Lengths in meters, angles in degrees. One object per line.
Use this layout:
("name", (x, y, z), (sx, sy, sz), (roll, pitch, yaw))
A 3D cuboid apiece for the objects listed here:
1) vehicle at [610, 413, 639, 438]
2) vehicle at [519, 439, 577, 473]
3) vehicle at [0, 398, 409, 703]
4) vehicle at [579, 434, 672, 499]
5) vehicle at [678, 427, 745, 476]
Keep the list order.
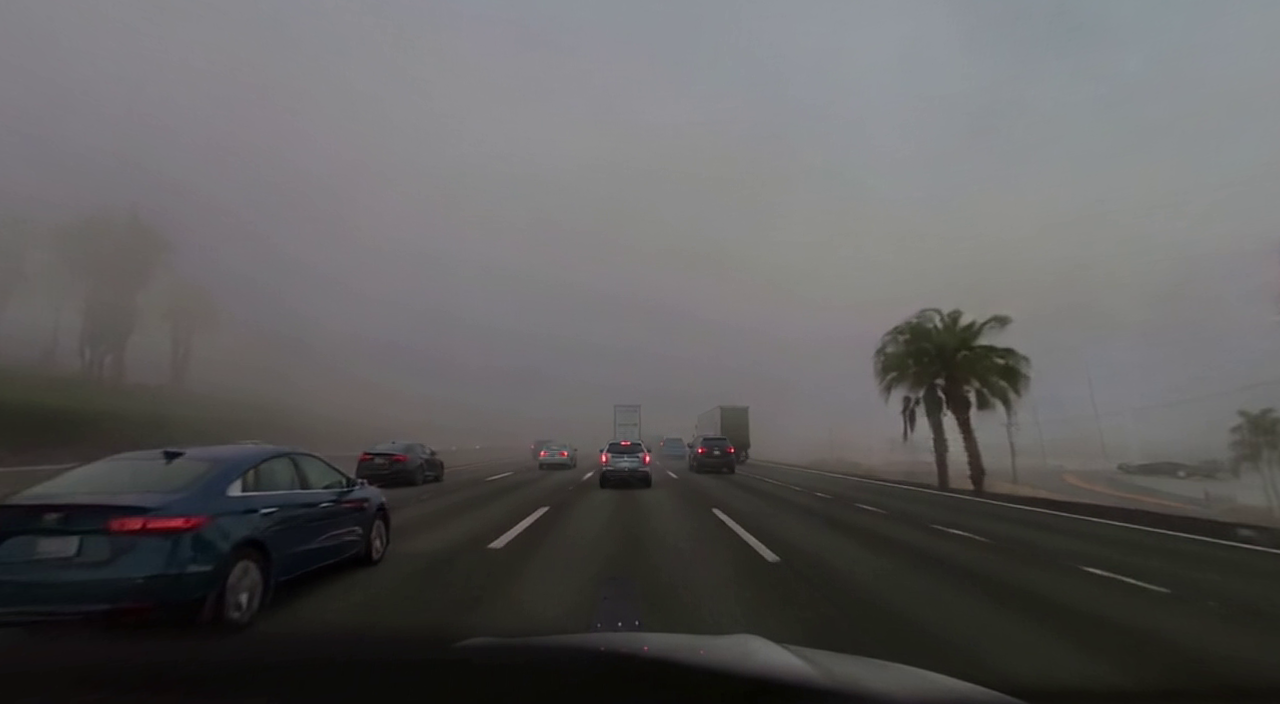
("vehicle", (-1.213, 5.837, 49.599), (2.206, 1.803, 4.569), (0, -8, -1))
("vehicle", (-4.054, 4.666, 28.479), (1.998, 1.423, 4.436), (0, -8, 0))
("vehicle", (-3.647, 1.256, 4.836), (2.064, 1.475, 4.489), (0, -8, 0))
("vehicle", (-0.338, 2.908, 16.403), (2.136, 1.470, 3.971), (0, -8, 0))
("vehicle", (2.886, 4.143, 26.496), (2.173, 1.870, 4.499), (0, -8, -2))
